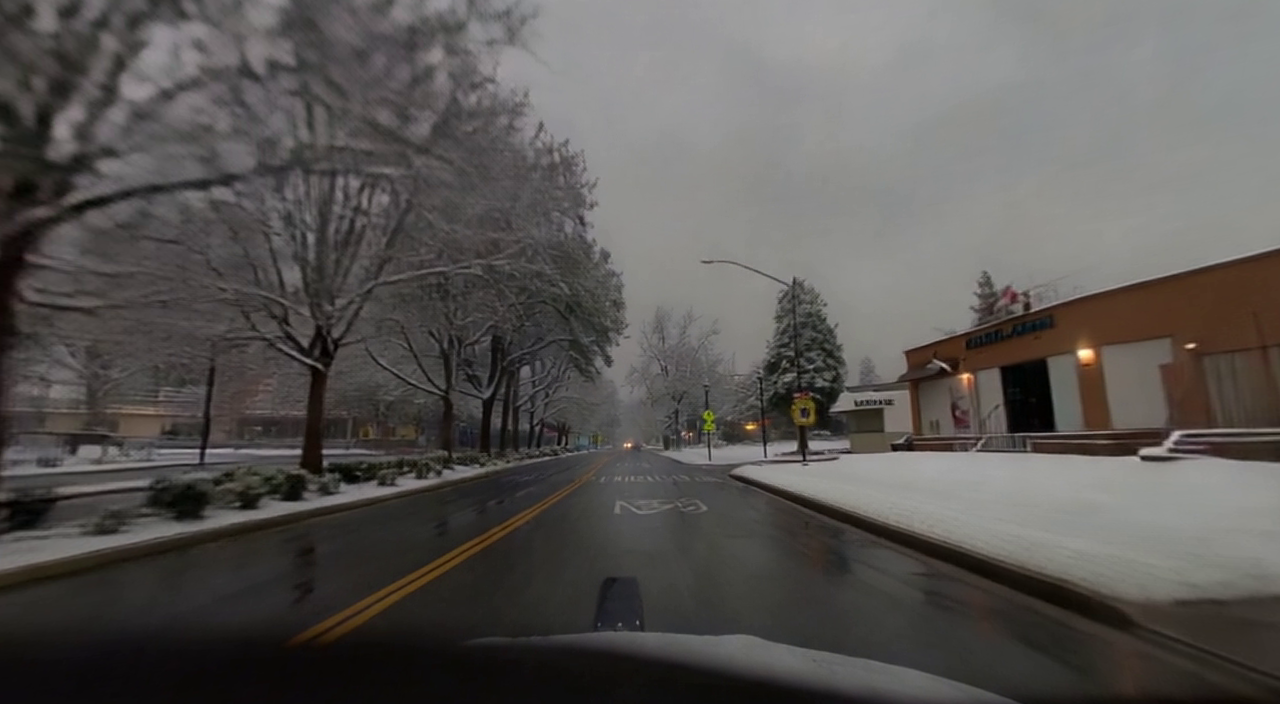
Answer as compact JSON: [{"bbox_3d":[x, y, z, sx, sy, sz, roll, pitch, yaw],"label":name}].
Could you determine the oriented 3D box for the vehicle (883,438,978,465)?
[{"bbox_3d":[16.998,5.859,37.199,4.563,1.457,2.139,-1,-7,6],"label":"vehicle"}]
